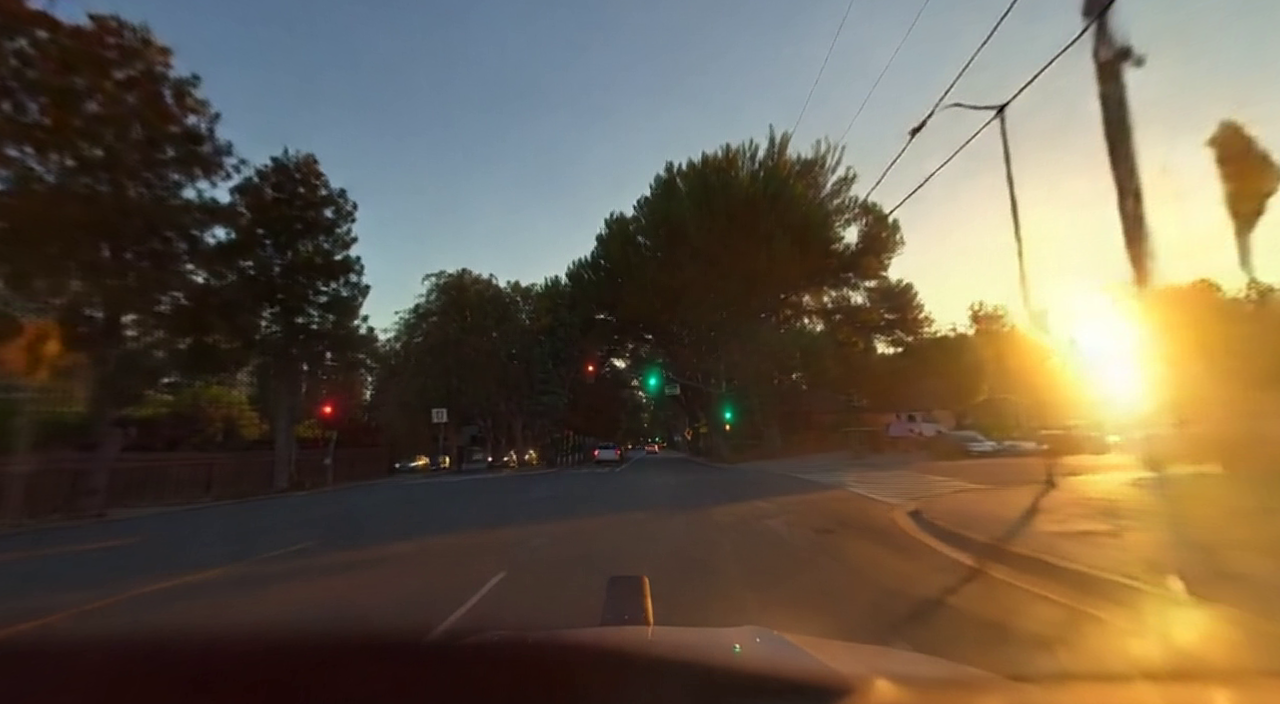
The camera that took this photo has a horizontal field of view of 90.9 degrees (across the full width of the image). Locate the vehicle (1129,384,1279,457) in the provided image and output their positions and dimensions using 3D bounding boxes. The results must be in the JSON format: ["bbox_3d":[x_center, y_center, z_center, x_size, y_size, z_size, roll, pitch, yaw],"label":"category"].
[{"bbox_3d":[18.774,2.108,18.972,6.313,2.043,2.272,0,-8,-3],"label":"vehicle"}]

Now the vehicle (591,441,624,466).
[{"bbox_3d":[-2.282,7.334,45.847,2.084,1.701,4.734,0,-8,1],"label":"vehicle"}]

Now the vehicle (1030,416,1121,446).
[{"bbox_3d":[25.913,4.700,37.762,1.833,1.486,4.890,-3,-5,-2],"label":"vehicle"}]

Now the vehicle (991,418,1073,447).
[{"bbox_3d":[23.285,4.846,37.660,1.809,1.477,4.381,-3,-8,-5],"label":"vehicle"}]

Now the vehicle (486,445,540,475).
[{"bbox_3d":[-7.366,6.306,37.048,2.122,1.602,4.369,0,-8,2],"label":"vehicle"}]

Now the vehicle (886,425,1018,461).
[{"bbox_3d":[13.269,3.894,27.008,4.665,1.498,1.866,0,-9,-2],"label":"vehicle"}]
